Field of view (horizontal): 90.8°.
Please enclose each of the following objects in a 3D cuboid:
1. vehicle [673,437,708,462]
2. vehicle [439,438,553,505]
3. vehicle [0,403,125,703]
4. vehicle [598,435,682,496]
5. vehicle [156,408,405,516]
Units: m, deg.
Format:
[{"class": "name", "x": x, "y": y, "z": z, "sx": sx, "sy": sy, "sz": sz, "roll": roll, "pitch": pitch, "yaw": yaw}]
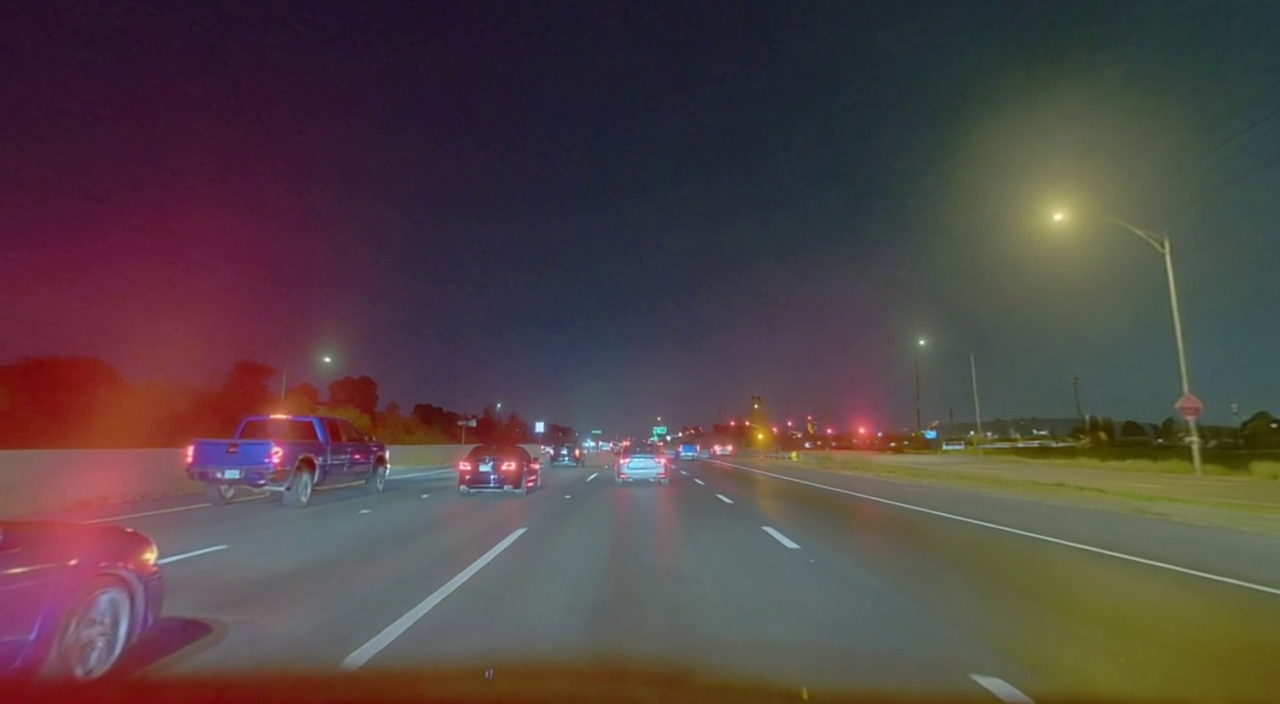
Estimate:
[{"class": "vehicle", "x": 3.765, "y": 7.357, "z": 47.814, "sx": 2.113, "sy": 1.800, "sz": 5.376, "roll": 0, "pitch": -8, "yaw": -1}, {"class": "vehicle", "x": -3.416, "y": 2.895, "z": 15.806, "sx": 1.899, "sy": 1.437, "sz": 4.131, "roll": 0, "pitch": -8, "yaw": 0}, {"class": "vehicle", "x": -3.582, "y": 0.702, "z": 0.773, "sx": 1.955, "sy": 1.481, "sz": 4.604, "roll": 0, "pitch": -8, "yaw": 1}, {"class": "vehicle", "x": -0.023, "y": 3.188, "z": 18.202, "sx": 2.102, "sy": 1.499, "sz": 4.439, "roll": 0, "pitch": -8, "yaw": -1}, {"class": "vehicle", "x": -7.523, "y": 2.395, "z": 14.223, "sx": 2.194, "sy": 1.922, "sz": 5.637, "roll": 0, "pitch": -8, "yaw": 1}]
